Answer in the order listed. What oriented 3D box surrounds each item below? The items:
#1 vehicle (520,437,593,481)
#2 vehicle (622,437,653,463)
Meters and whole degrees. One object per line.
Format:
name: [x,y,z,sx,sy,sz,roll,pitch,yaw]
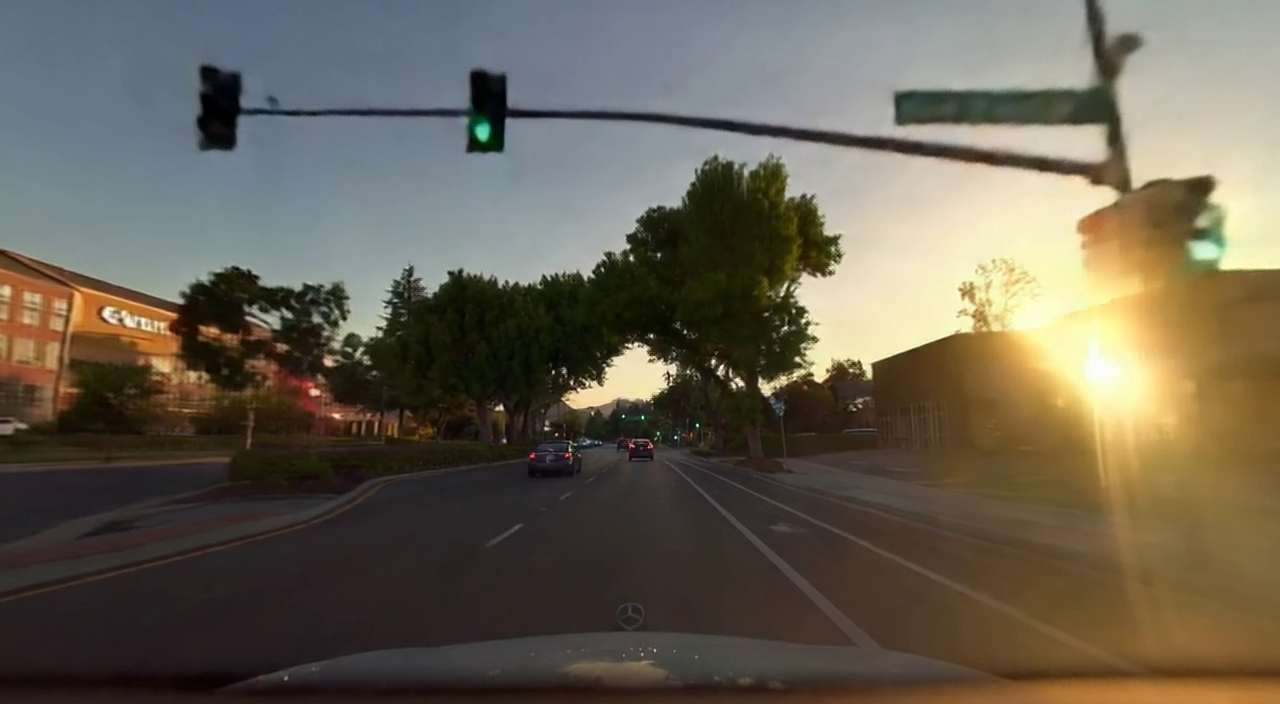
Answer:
vehicle: [-3.010,3.971,23.646,2.015,1.470,4.458,0,-8,2]
vehicle: [-0.137,6.977,45.115,2.153,1.764,4.047,0,-8,1]
